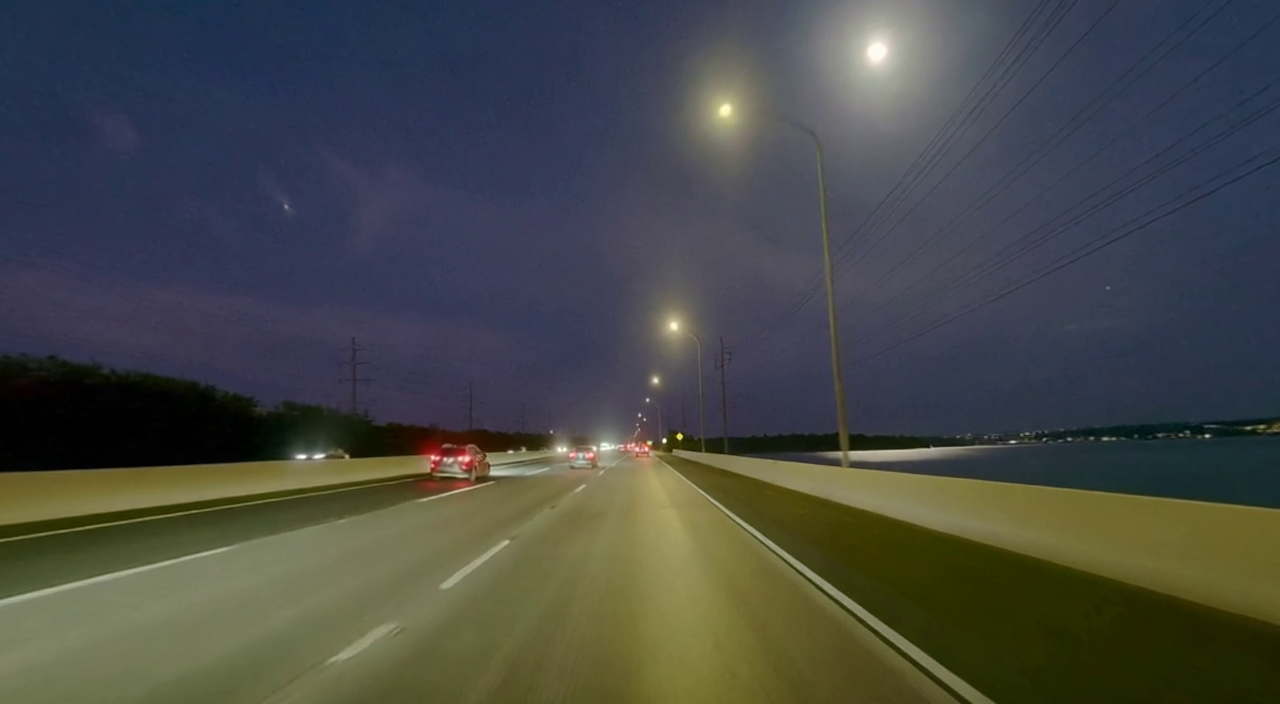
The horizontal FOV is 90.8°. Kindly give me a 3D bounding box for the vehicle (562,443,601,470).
[{"bbox_3d":[-3.505,6.359,38.609,1.957,1.494,4.207,0,-8,1],"label":"vehicle"}]

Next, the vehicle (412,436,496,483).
[{"bbox_3d":[-7.454,4.330,25.790,2.050,1.717,4.418,0,-8,0],"label":"vehicle"}]

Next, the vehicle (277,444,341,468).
[{"bbox_3d":[-22.634,7.141,43.404,1.932,1.530,4.473,0,-8,0],"label":"vehicle"}]
